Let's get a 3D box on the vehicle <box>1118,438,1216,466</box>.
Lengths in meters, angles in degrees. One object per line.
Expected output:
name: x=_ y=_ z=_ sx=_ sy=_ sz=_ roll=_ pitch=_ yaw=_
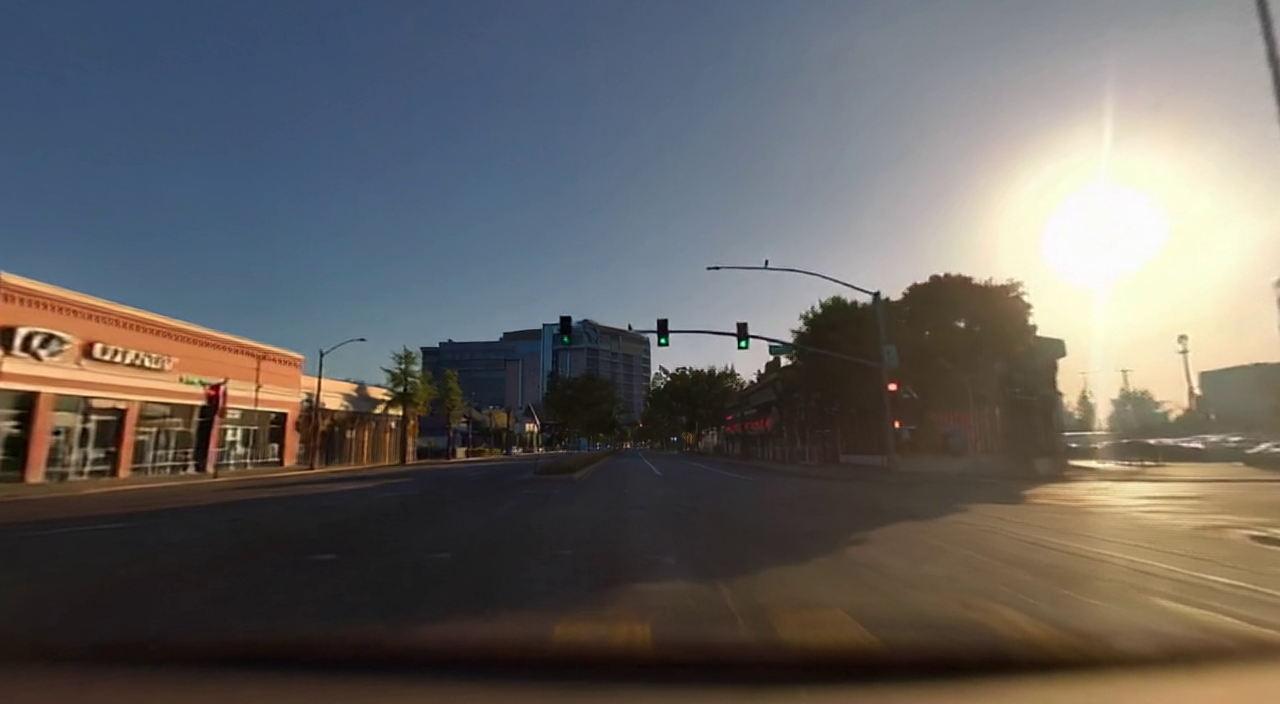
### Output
vehicle: x=34.444 y=6.543 z=41.389 sx=4.520 sy=1.812 sz=2.015 roll=0 pitch=-9 yaw=0

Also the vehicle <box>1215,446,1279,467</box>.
vehicle: x=46.709 y=7.977 z=48.279 sx=4.083 sy=1.466 sz=1.972 roll=2 pitch=-10 yaw=-14
